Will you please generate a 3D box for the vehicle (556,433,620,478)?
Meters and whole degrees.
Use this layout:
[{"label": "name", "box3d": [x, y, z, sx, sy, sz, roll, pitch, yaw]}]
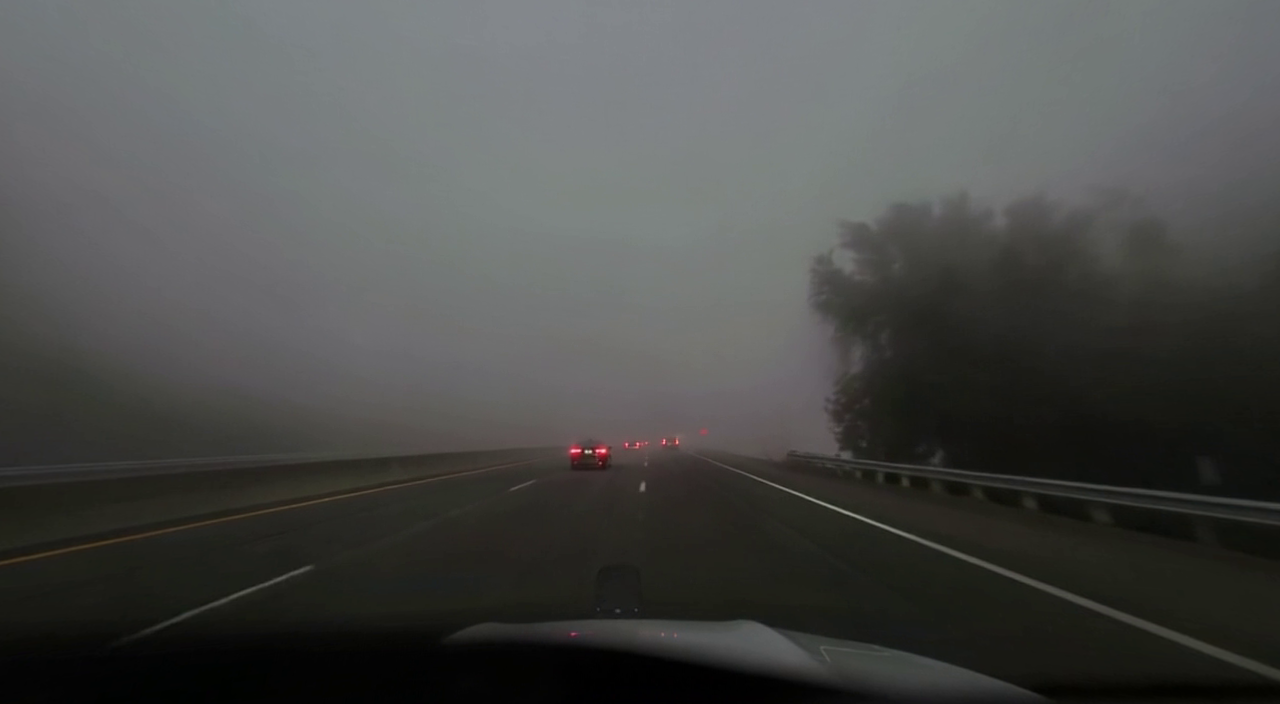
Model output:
[{"label": "vehicle", "box3d": [-1.908, 3.944, 24.361, 2.039, 1.589, 4.324, 0, -8, 1]}]
